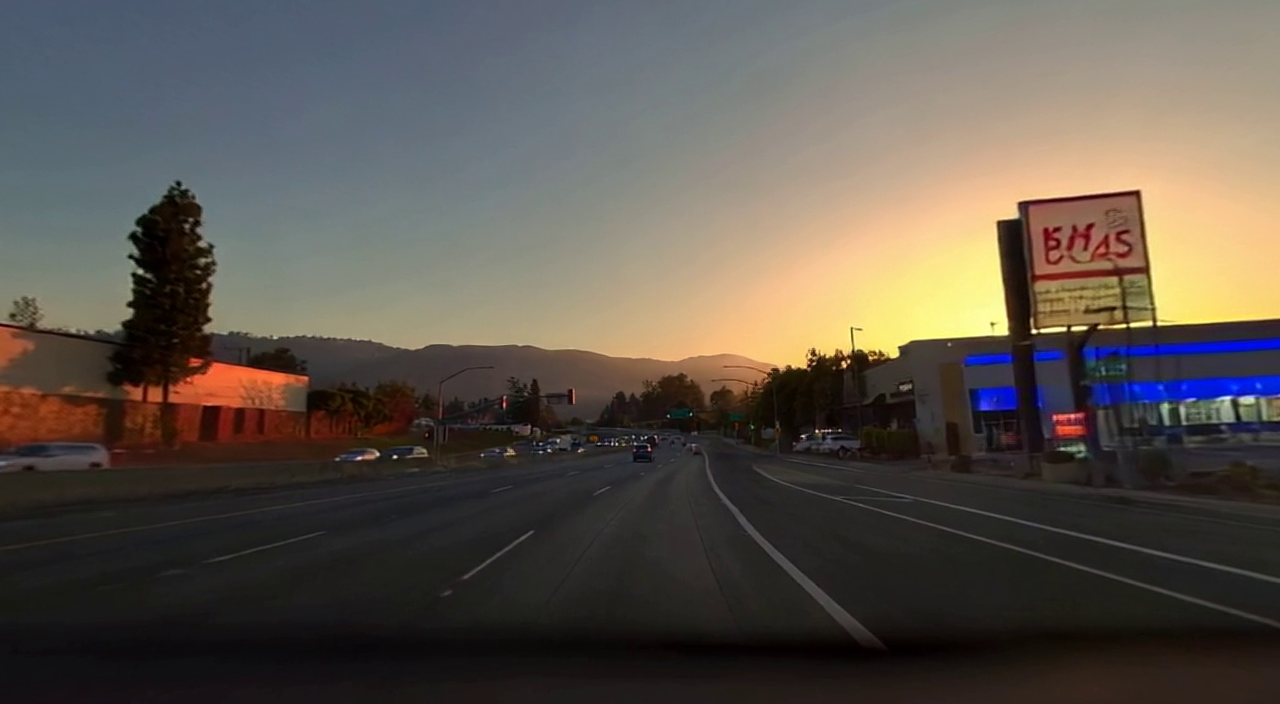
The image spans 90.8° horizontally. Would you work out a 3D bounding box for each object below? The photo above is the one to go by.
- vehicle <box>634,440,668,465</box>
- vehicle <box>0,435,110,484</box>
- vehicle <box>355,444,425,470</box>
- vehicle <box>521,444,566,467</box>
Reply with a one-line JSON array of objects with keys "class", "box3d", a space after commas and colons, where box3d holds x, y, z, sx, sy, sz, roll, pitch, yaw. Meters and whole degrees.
[{"class": "vehicle", "box3d": [0.859, 7.520, 47.351, 2.139, 1.782, 4.079, -1, -9, 7]}, {"class": "vehicle", "box3d": [-23.541, 4.105, 24.357, 2.090, 1.720, 4.470, -1, -9, 5]}, {"class": "vehicle", "box3d": [-15.452, 6.481, 39.355, 1.933, 1.490, 4.704, -1, -9, 7]}, {"class": "vehicle", "box3d": [-6.685, 7.189, 44.096, 1.903, 1.451, 4.461, -1, -9, 7]}]
